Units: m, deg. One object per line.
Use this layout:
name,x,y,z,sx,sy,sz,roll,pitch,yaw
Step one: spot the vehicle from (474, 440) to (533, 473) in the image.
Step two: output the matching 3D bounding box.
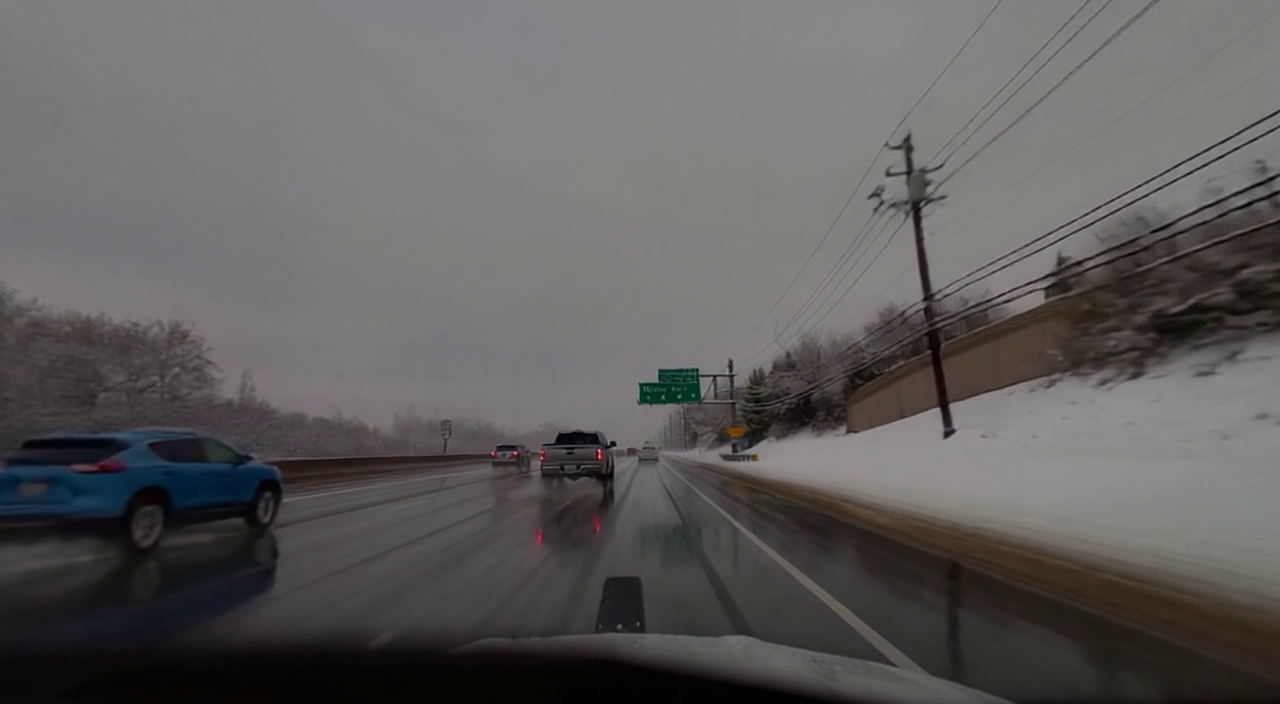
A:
vehicle,-7.408,5.738,34.796,2.143,1.688,4.776,0,-9,1

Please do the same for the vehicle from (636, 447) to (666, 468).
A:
vehicle,0.762,7.702,46.184,2.025,1.485,4.310,0,-9,-1

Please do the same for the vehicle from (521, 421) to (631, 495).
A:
vehicle,-1.858,3.496,21.086,2.972,2.087,6.126,0,-9,1

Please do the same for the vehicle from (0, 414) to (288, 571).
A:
vehicle,-7.301,1.800,8.869,2.055,1.618,4.457,0,-9,1
